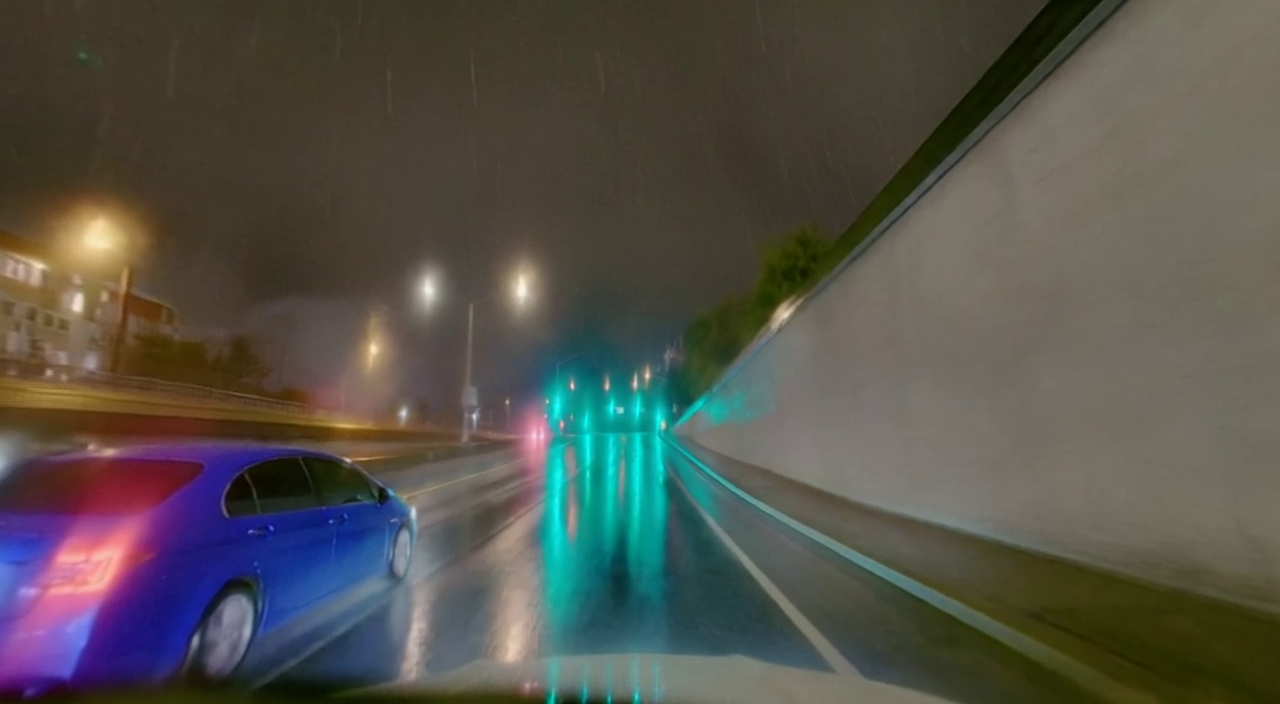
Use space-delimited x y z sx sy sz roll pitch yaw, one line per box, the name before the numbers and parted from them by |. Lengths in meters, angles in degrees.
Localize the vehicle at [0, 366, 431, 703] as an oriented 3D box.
vehicle | -3.088 1.075 3.955 2.041 1.470 4.290 0 -9 1
